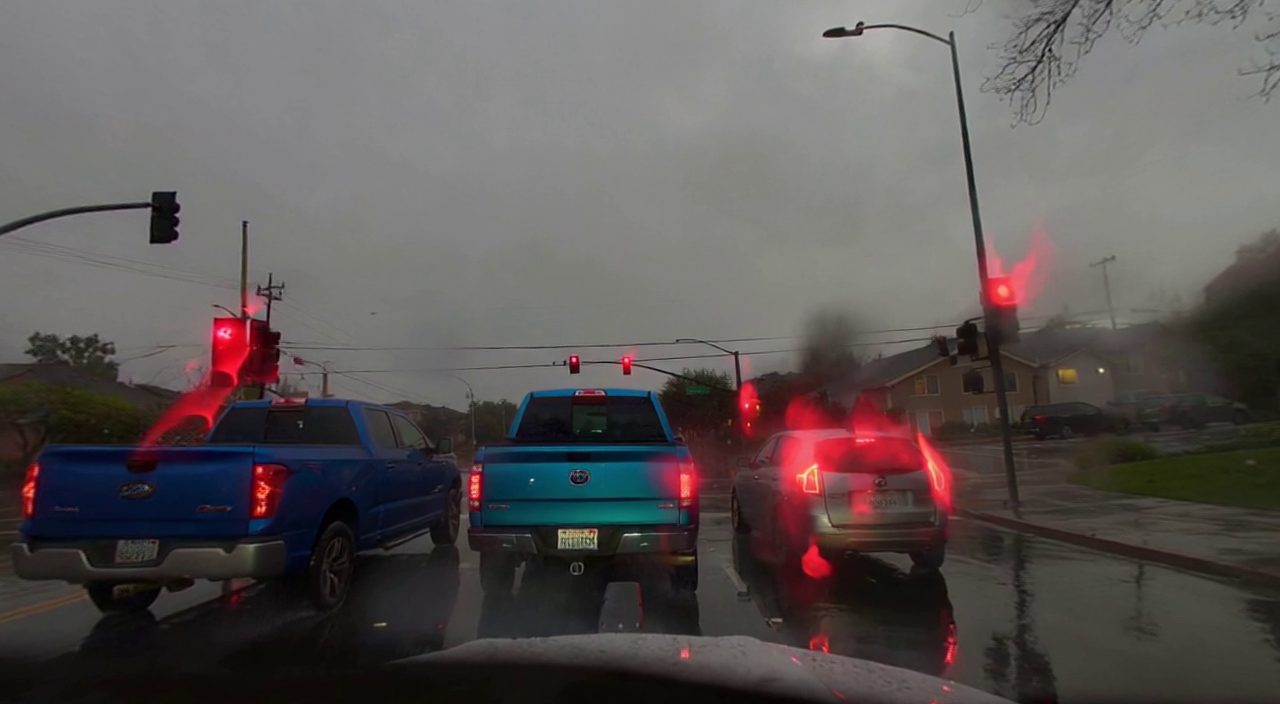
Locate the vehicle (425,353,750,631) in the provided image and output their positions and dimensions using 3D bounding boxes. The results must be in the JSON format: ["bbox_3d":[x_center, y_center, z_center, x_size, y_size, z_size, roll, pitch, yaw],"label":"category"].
[{"bbox_3d":[-0.399,1.310,6.770,2.282,1.964,4.421,0,-9,-1],"label":"vehicle"}]

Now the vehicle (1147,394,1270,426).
[{"bbox_3d":[29.323,3.041,32.667,4.540,1.543,1.803,0,-9,1],"label":"vehicle"}]

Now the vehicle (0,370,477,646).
[{"bbox_3d":[-3.466,1.414,6.863,2.146,1.828,5.148,0,-9,-2],"label":"vehicle"}]

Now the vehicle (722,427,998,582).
[{"bbox_3d":[2.416,1.801,8.328,2.016,1.481,4.336,0,-9,-1],"label":"vehicle"}]

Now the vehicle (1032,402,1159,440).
[{"bbox_3d":[23.286,3.589,32.480,4.721,1.866,2.188,0,-9,2],"label":"vehicle"}]
